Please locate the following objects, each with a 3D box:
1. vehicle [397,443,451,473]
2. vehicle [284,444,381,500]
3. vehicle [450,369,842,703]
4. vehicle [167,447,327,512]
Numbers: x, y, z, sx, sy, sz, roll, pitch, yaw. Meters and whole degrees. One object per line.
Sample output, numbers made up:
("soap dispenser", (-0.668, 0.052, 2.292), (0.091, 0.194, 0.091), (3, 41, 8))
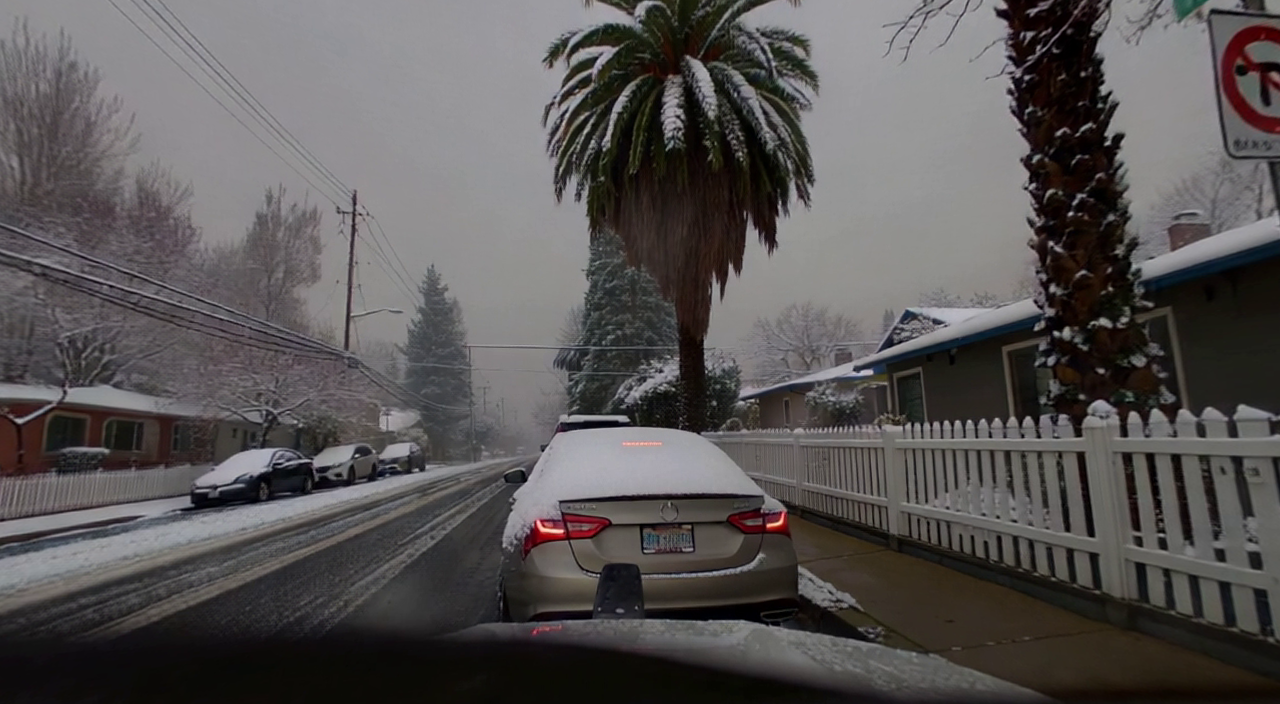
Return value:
("vehicle", (-13.180, 6.461, 38.720), (2.060, 1.689, 4.999), (1, -8, -7))
("vehicle", (-12.158, 4.705, 25.257), (2.048, 1.485, 4.757), (-4, -4, -8))
("vehicle", (-0.128, 1.213, 5.003), (1.894, 1.695, 3.795), (1, -8, -5))
("vehicle", (-11.398, 3.660, 18.795), (2.017, 1.627, 5.039), (1, -8, -7))
